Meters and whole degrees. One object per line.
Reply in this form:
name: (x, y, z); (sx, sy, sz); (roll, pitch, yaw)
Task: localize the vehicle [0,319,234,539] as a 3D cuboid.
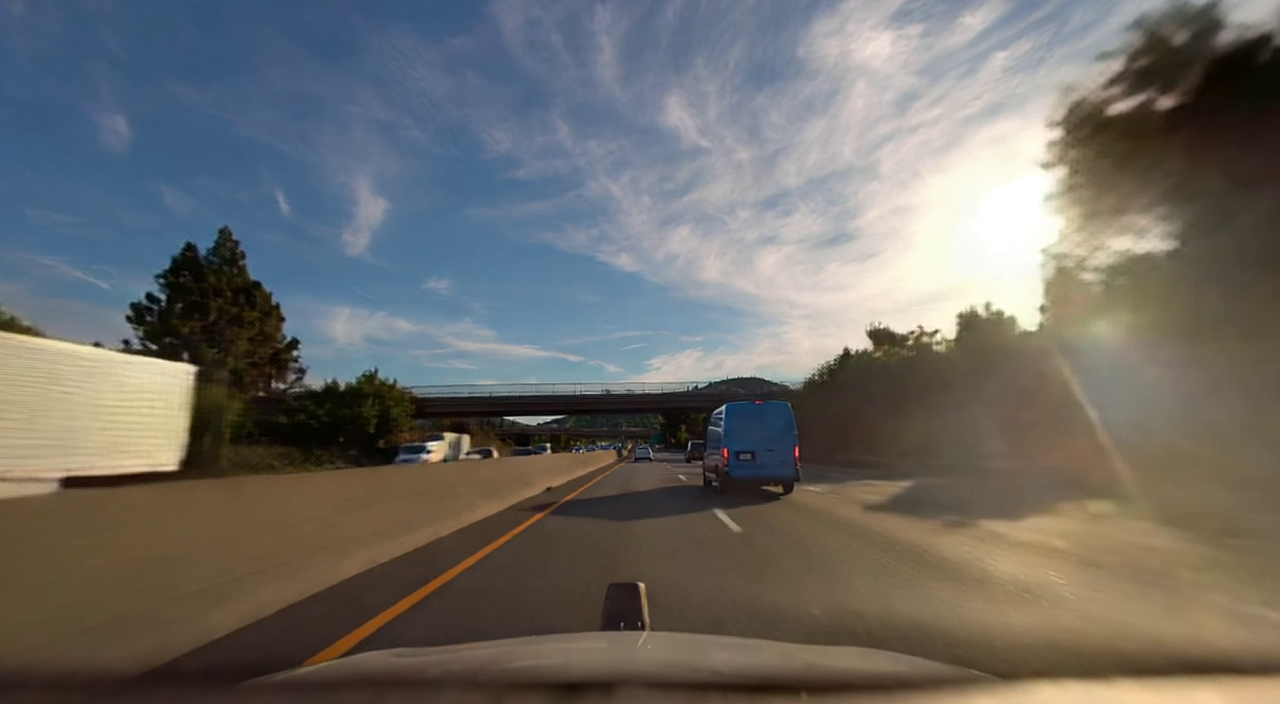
vehicle: (-15.339, 1.456, 12.242); (3.234, 4.648, 17.365); (0, -9, 1)

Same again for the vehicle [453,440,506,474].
vehicle: (-10.713, 7.057, 42.519); (2.122, 2.169, 5.020); (0, -9, 1)

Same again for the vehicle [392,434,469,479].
vehicle: (-14.614, 7.381, 44.689); (3.167, 2.873, 6.515); (0, -9, 0)

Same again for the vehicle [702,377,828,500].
vehicle: (3.564, 2.756, 19.808); (2.460, 3.155, 6.902); (0, -9, 0)

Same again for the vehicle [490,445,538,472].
vehicle: (-7.356, 6.273, 37.265); (1.902, 1.496, 4.320); (0, -9, 1)
